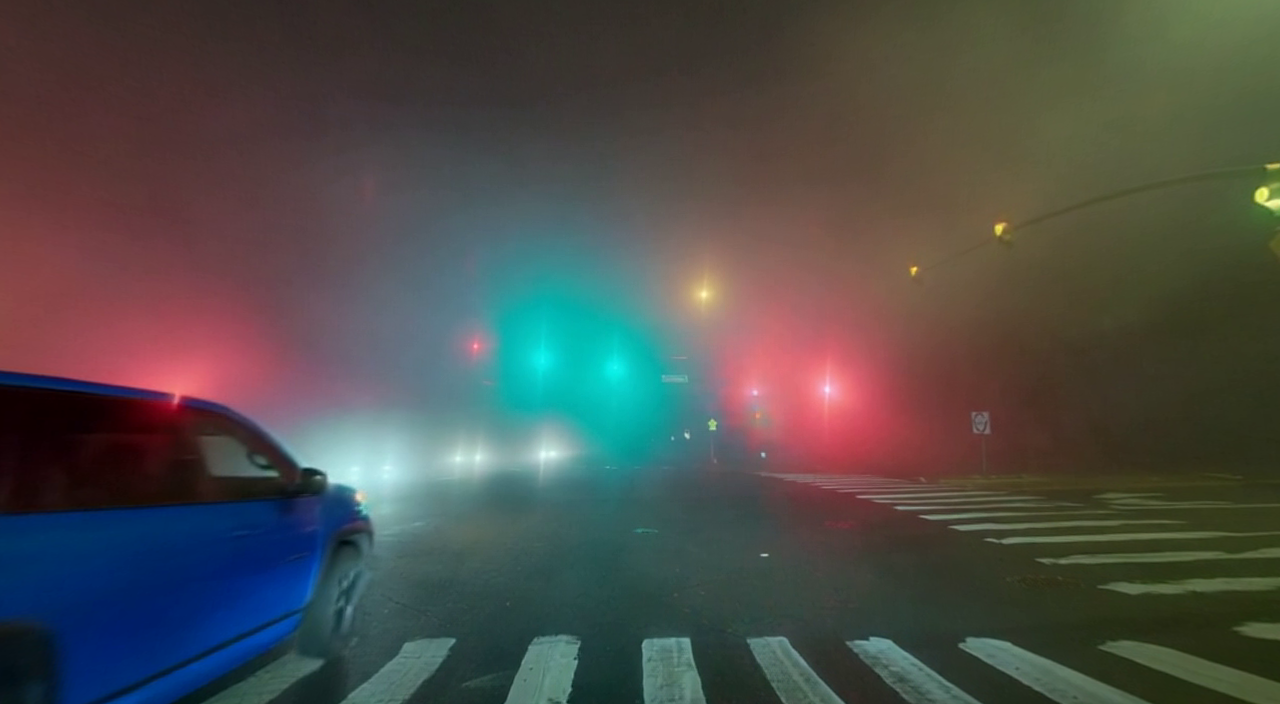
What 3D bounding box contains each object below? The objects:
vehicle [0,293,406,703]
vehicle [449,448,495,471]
[{"bbox_3d":[-3.061,0.869,2.969,2.123,1.799,4.425,0,-8,1],"label":"vehicle"},{"bbox_3d":[-11.904,7.639,44.987,1.980,1.452,4.318,0,-8,2],"label":"vehicle"}]
